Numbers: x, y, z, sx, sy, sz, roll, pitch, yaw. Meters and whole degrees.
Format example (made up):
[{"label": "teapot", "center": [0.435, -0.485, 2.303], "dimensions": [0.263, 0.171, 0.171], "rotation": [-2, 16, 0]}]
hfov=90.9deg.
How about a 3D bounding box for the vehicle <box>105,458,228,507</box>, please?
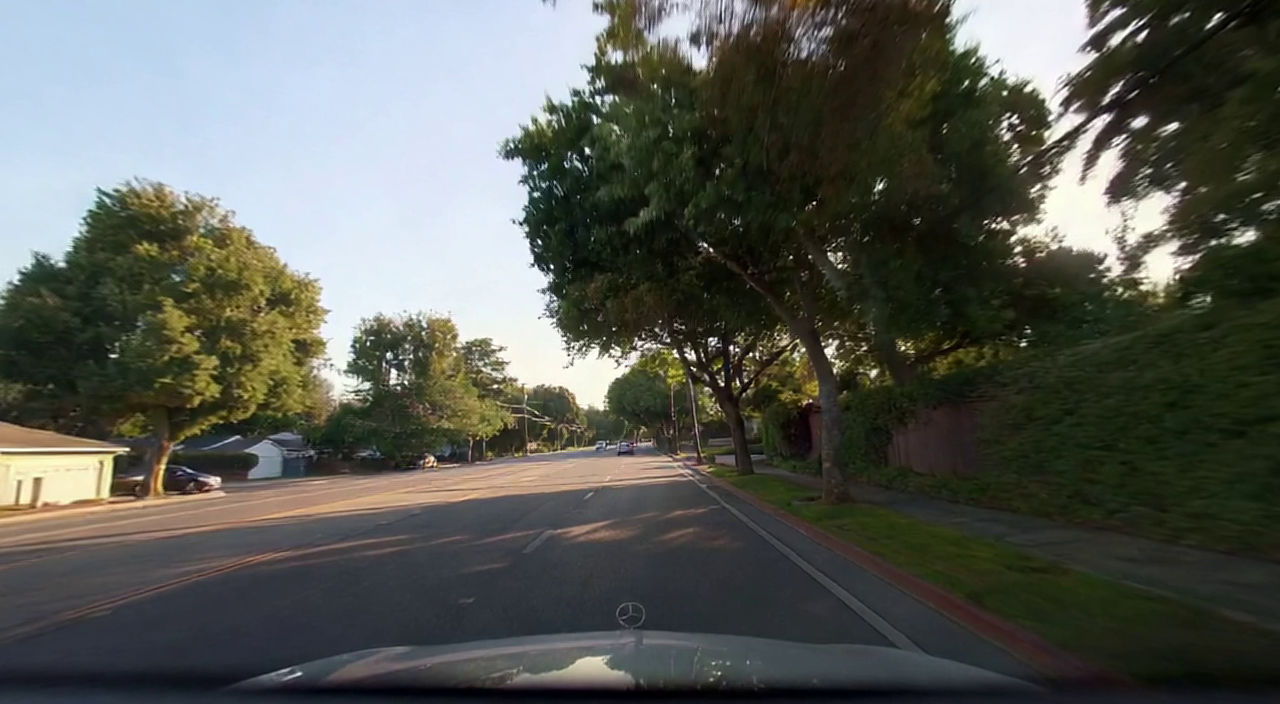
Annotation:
[{"label": "vehicle", "center": [-20.607, 5.663, 27.723], "dimensions": [1.893, 1.823, 4.450], "rotation": [0, -8, 0]}]
